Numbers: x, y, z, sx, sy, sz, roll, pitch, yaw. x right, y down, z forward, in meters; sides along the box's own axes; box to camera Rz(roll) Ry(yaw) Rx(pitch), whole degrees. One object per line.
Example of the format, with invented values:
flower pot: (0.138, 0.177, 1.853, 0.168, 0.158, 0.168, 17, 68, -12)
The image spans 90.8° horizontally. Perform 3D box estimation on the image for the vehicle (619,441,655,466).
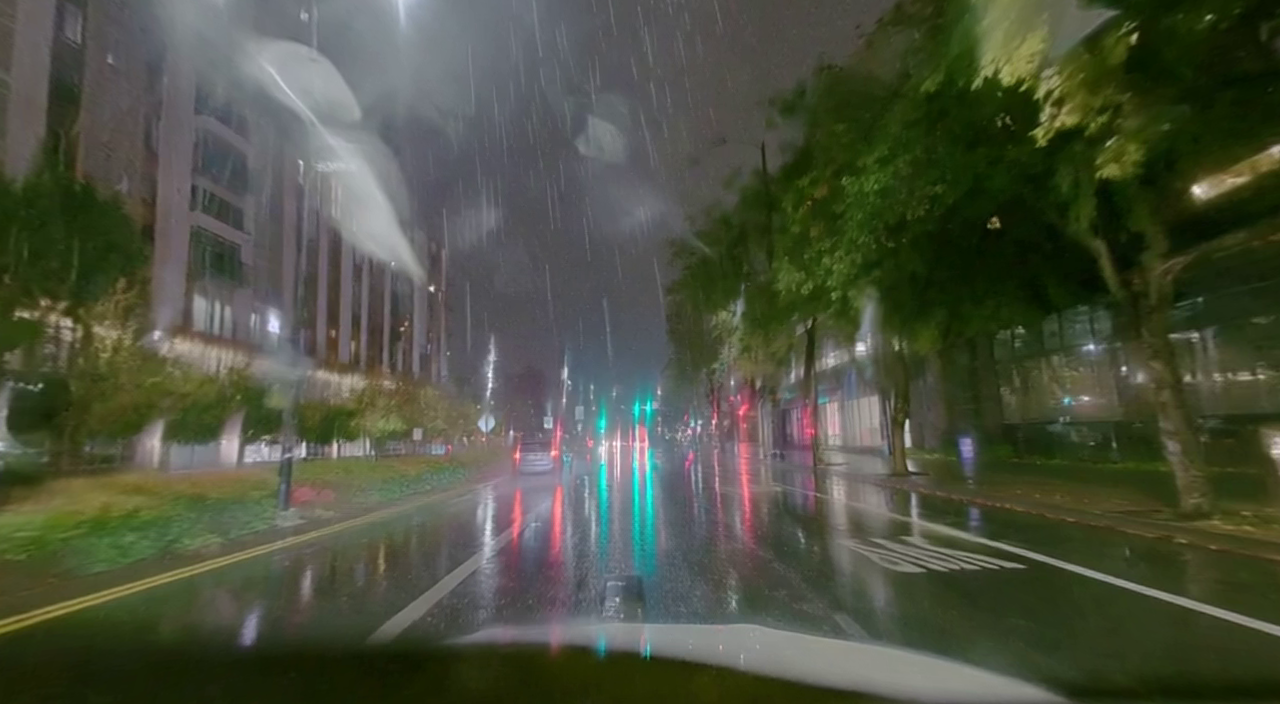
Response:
vehicle: (-0.211, 6.251, 39.089, 2.095, 1.438, 3.843, 0, -8, -1)

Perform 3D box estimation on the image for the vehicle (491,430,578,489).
vehicle: (-3.361, 3.532, 21.028, 2.116, 1.725, 4.315, 0, -8, 1)

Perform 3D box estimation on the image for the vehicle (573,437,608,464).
vehicle: (-3.495, 7.060, 45.446, 2.152, 1.802, 4.628, 0, -8, 0)
